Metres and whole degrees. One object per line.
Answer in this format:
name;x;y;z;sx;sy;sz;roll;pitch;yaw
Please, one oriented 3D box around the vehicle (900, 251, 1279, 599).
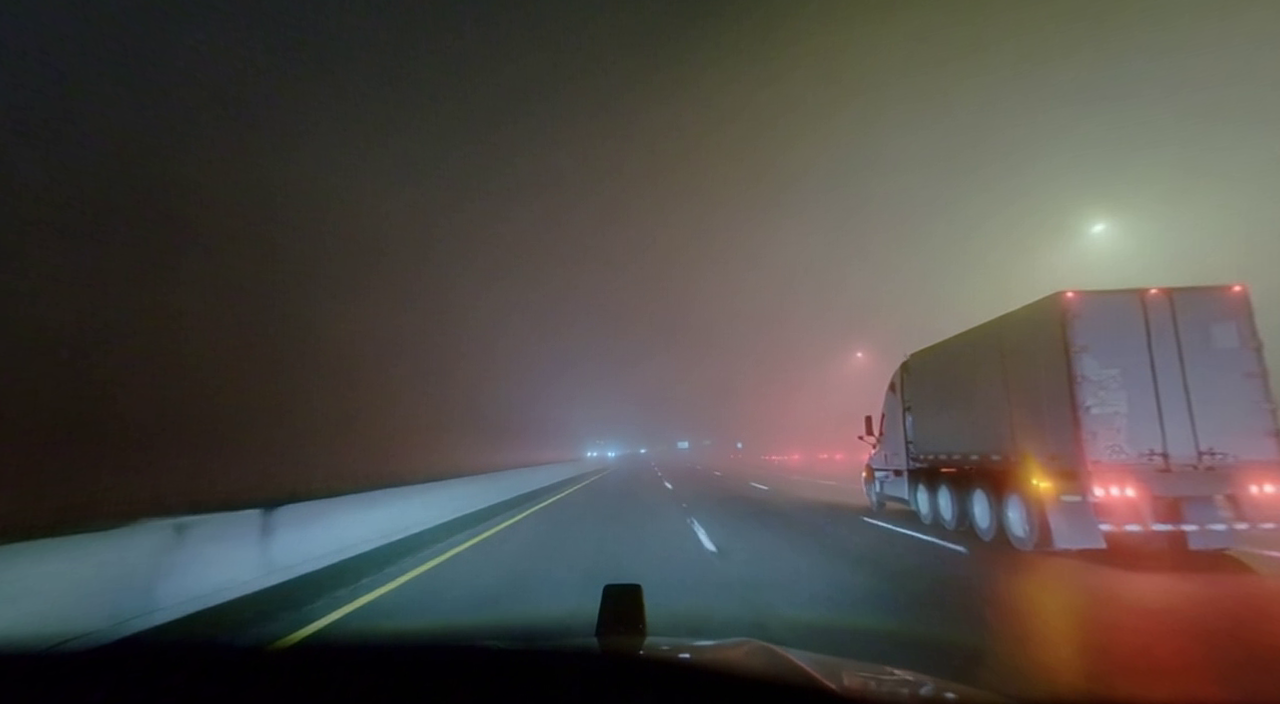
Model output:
vehicle;6.923;1.191;9.537;2.690;3.197;7.515;0;-9;0
